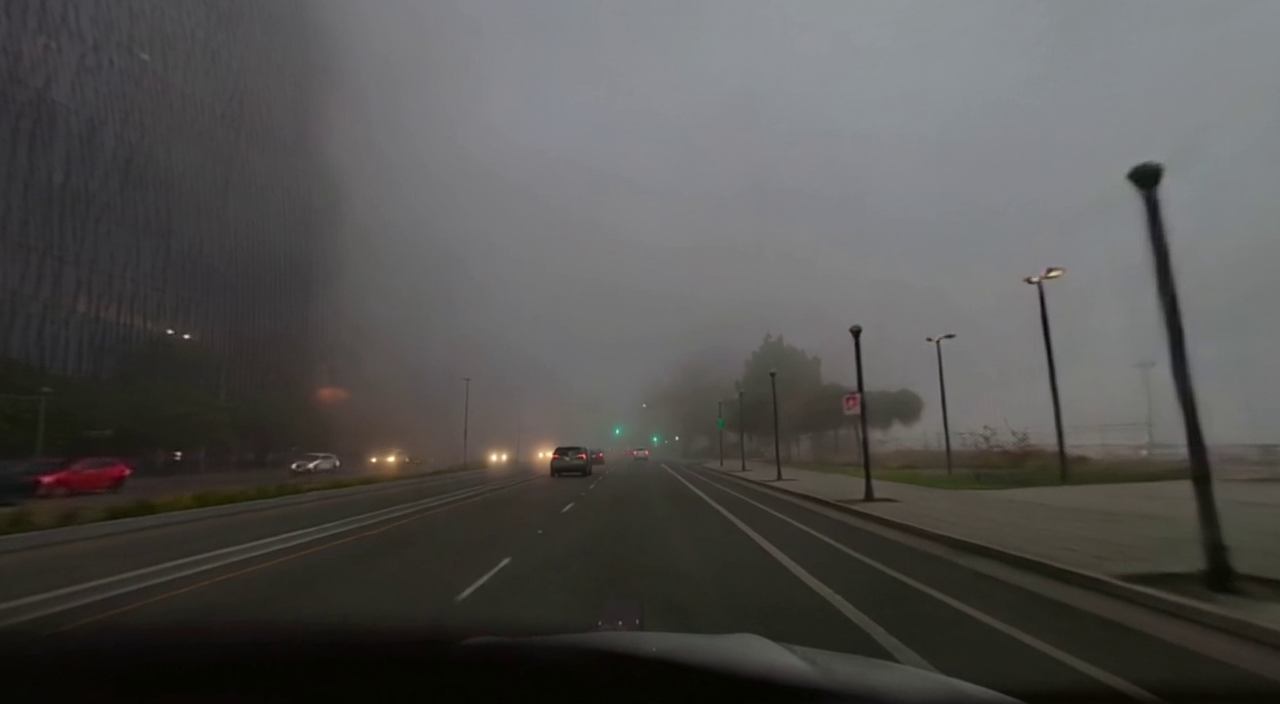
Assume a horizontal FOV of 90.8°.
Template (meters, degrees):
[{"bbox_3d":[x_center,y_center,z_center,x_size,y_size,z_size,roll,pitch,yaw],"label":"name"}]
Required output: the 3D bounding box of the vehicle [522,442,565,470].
[{"bbox_3d":[-6.738,7.324,44.759,2.224,1.821,4.711,0,-9,1],"label":"vehicle"}]

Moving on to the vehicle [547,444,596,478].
[{"bbox_3d":[-3.329,5.370,31.350,1.983,1.545,3.773,0,-9,0],"label":"vehicle"}]

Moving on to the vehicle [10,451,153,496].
[{"bbox_3d":[-23.615,5.113,27.016,1.855,1.692,4.621,0,-9,0],"label":"vehicle"}]

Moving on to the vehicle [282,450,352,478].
[{"bbox_3d":[-20.057,6.944,39.454,1.918,1.601,4.610,0,-9,0],"label":"vehicle"}]
